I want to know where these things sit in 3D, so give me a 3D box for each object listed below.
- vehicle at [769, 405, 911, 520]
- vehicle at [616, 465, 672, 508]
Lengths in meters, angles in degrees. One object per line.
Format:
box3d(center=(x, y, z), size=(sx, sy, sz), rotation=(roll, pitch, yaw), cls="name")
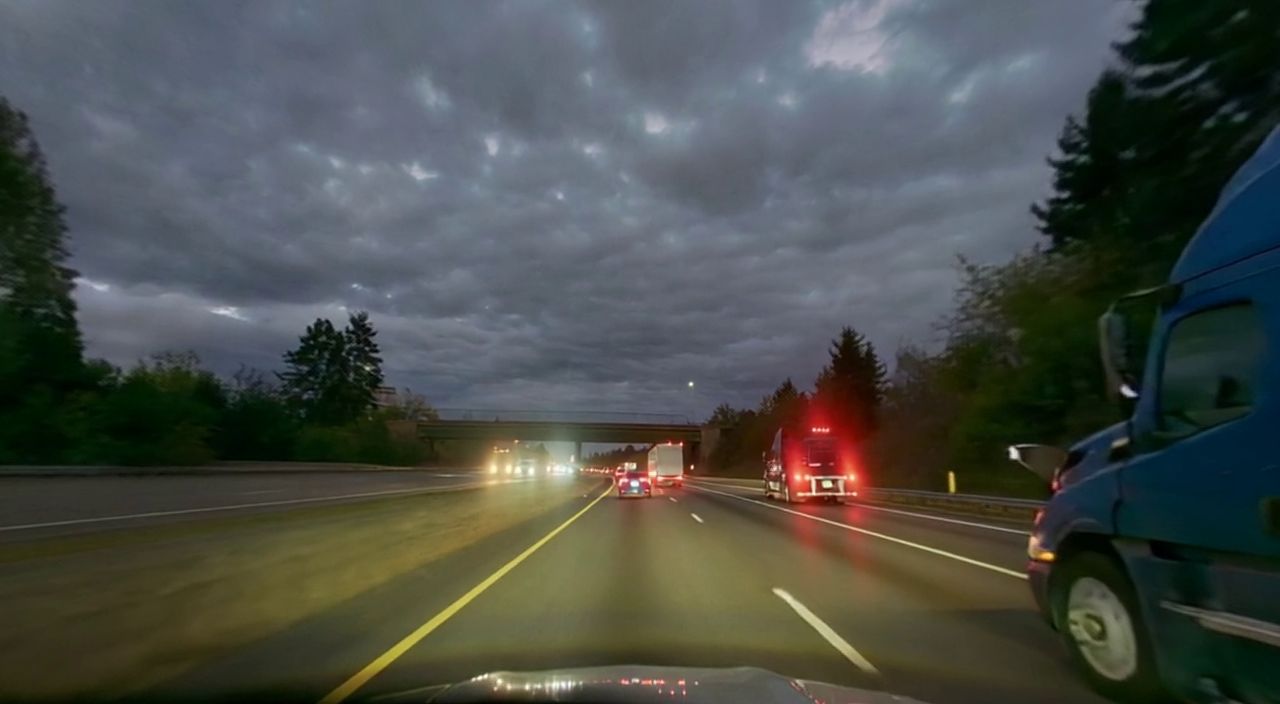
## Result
box3d(center=(7.356, 4.330, 24.638), size=(2.839, 3.684, 8.091), rotation=(1, -11, 0), cls="vehicle")
box3d(center=(0.154, 5.369, 25.402), size=(2.067, 1.552, 3.601), rotation=(1, -11, 0), cls="vehicle")
